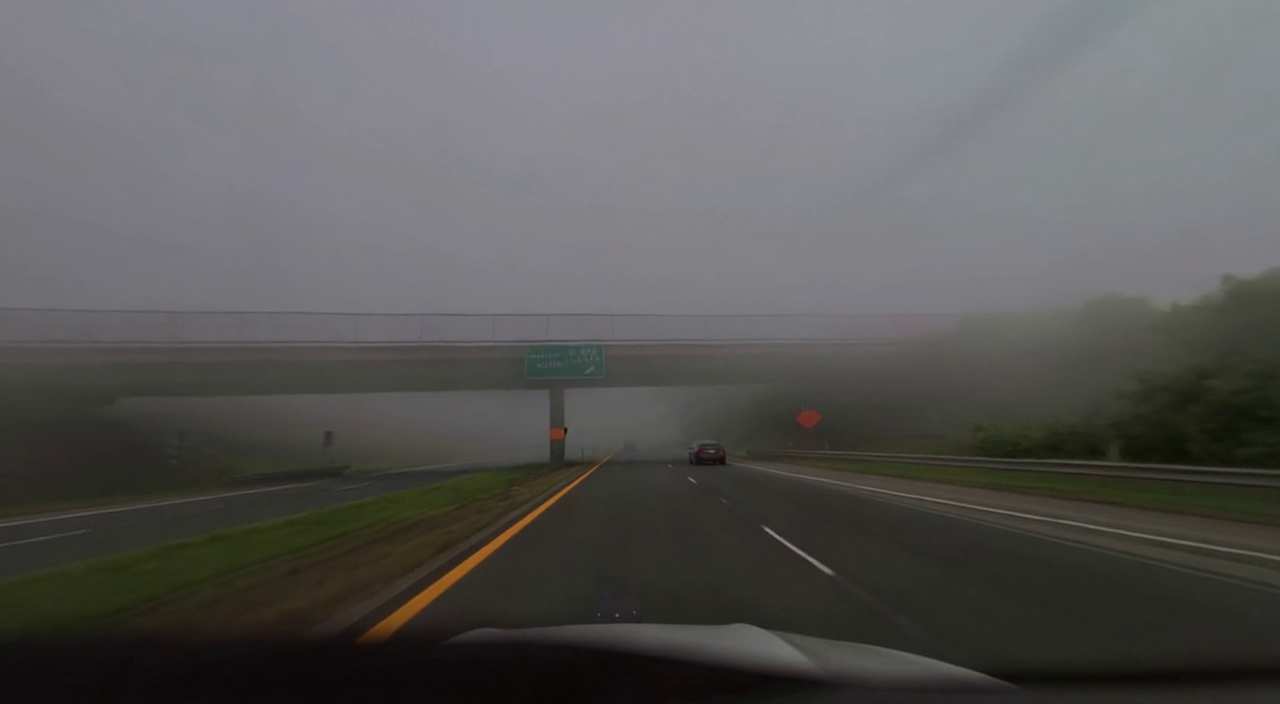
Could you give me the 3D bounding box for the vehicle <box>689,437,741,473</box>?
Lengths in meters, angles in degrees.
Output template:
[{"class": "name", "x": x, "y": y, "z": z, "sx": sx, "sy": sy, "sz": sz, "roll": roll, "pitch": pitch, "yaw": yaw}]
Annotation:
[{"class": "vehicle", "x": 3.264, "y": 4.545, "z": 27.965, "sx": 1.781, "sy": 1.470, "sz": 3.540, "roll": 0, "pitch": -8, "yaw": -2}]
